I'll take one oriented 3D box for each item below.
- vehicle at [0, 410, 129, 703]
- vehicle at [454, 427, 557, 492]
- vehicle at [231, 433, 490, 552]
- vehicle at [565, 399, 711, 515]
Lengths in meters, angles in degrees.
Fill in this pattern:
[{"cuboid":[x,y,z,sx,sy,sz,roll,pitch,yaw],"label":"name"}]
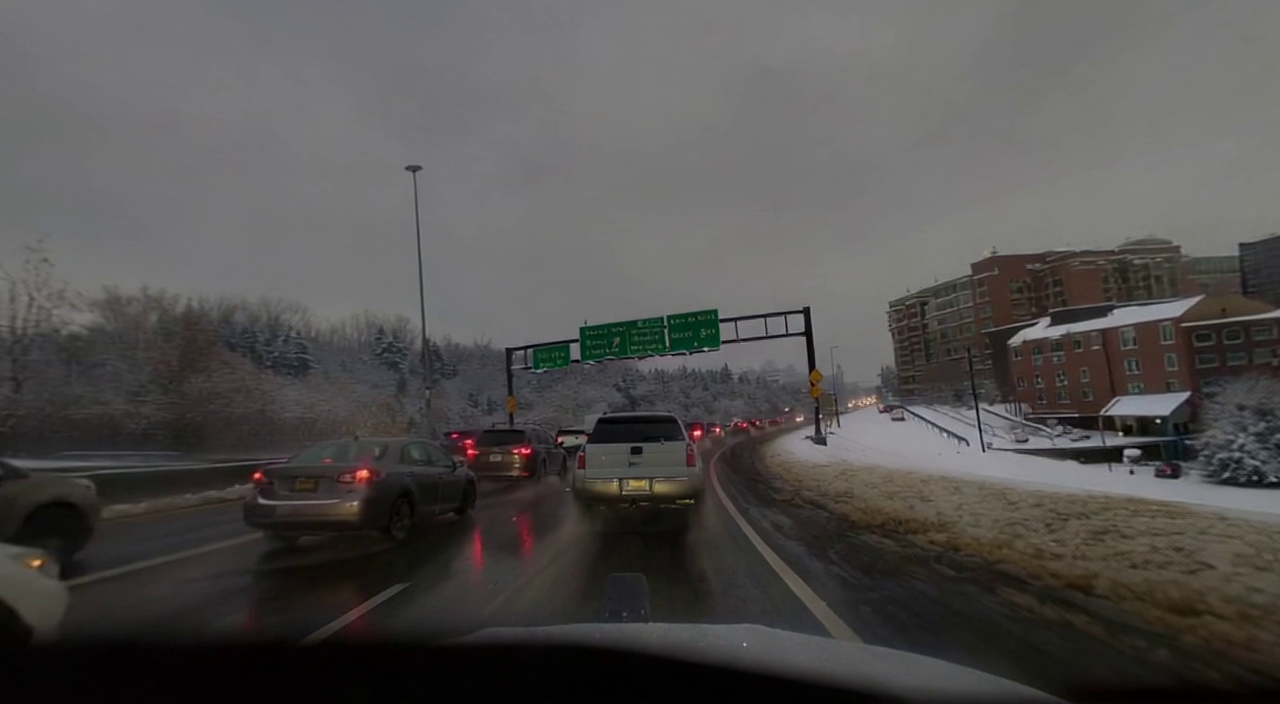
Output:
[{"cuboid":[-3.777,0.716,0.799,1.998,1.494,5.020,0,-9,1],"label":"vehicle"},{"cuboid":[-3.931,3.235,19.287,1.953,1.729,4.377,-1,-9,4],"label":"vehicle"},{"cuboid":[-4.059,2.096,10.151,2.087,1.481,4.225,0,-9,2],"label":"vehicle"},{"cuboid":[0.020,2.323,14.325,2.616,2.063,5.933,0,-9,1],"label":"vehicle"}]
